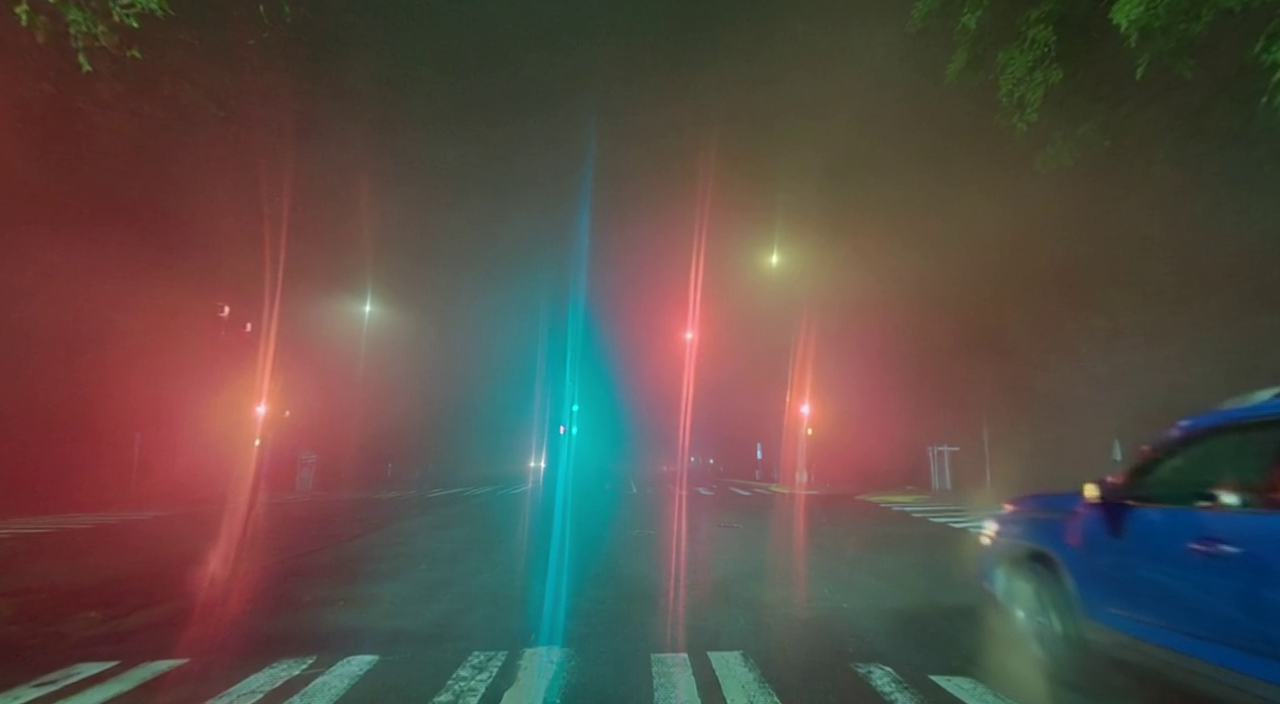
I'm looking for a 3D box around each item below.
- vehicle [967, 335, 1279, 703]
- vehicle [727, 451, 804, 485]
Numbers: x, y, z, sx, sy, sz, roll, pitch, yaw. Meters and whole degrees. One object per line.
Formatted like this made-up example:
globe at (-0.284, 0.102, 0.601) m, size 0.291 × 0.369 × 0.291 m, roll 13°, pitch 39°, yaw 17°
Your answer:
vehicle at (3.222, 0.703, 1.609) m, size 2.140 × 1.655 × 4.786 m, roll 0°, pitch -9°, yaw -1°
vehicle at (8.841, 8.237, 45.411) m, size 2.771 × 2.214 × 7.159 m, roll 2°, pitch -9°, yaw -12°
